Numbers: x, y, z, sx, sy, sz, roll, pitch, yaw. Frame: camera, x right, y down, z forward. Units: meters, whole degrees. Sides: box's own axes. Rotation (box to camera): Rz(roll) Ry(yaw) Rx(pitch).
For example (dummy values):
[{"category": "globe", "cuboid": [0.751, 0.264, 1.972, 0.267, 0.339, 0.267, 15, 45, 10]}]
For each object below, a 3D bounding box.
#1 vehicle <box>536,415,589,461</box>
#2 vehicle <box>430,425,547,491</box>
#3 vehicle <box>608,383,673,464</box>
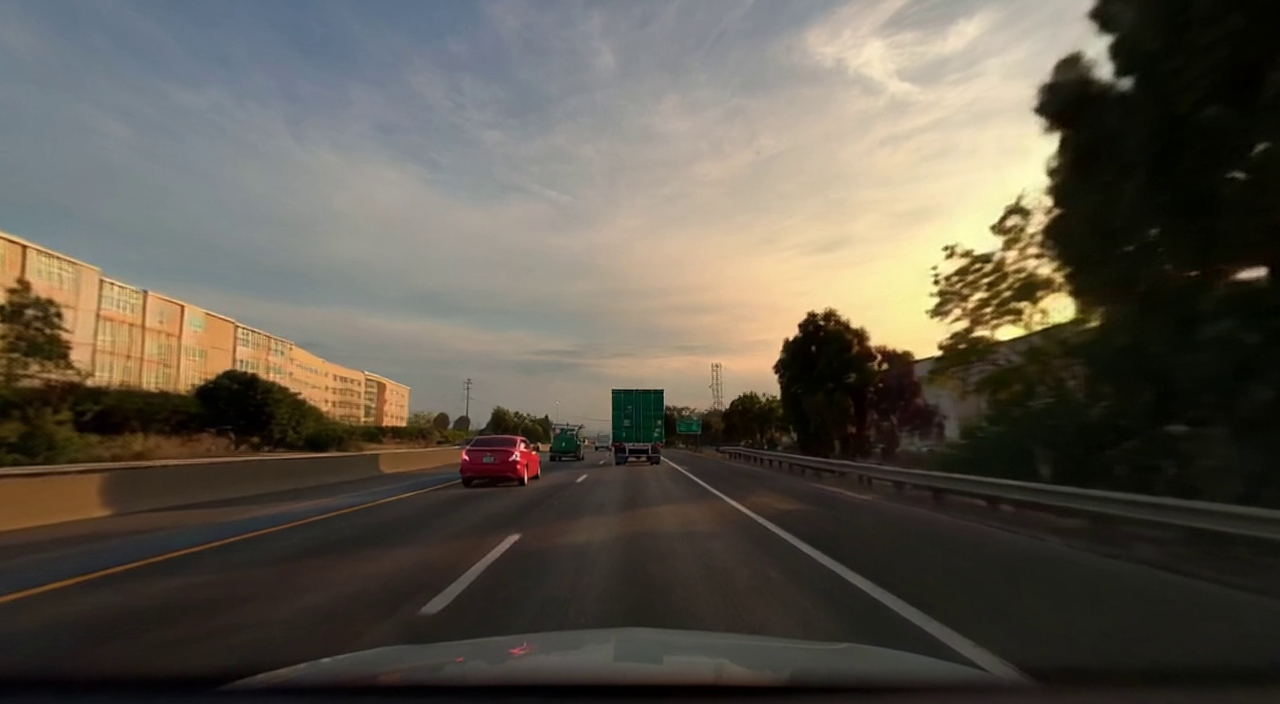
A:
[{"category": "vehicle", "cuboid": [-4.862, 5.635, 40.986, 2.717, 2.714, 6.997, 0, -8, -1]}, {"category": "vehicle", "cuboid": [-4.078, 2.946, 17.972, 2.005, 1.602, 5.131, 0, -8, 1]}, {"category": "vehicle", "cuboid": [-0.120, 4.312, 36.826, 3.259, 4.066, 9.891, 0, -8, -1]}]
